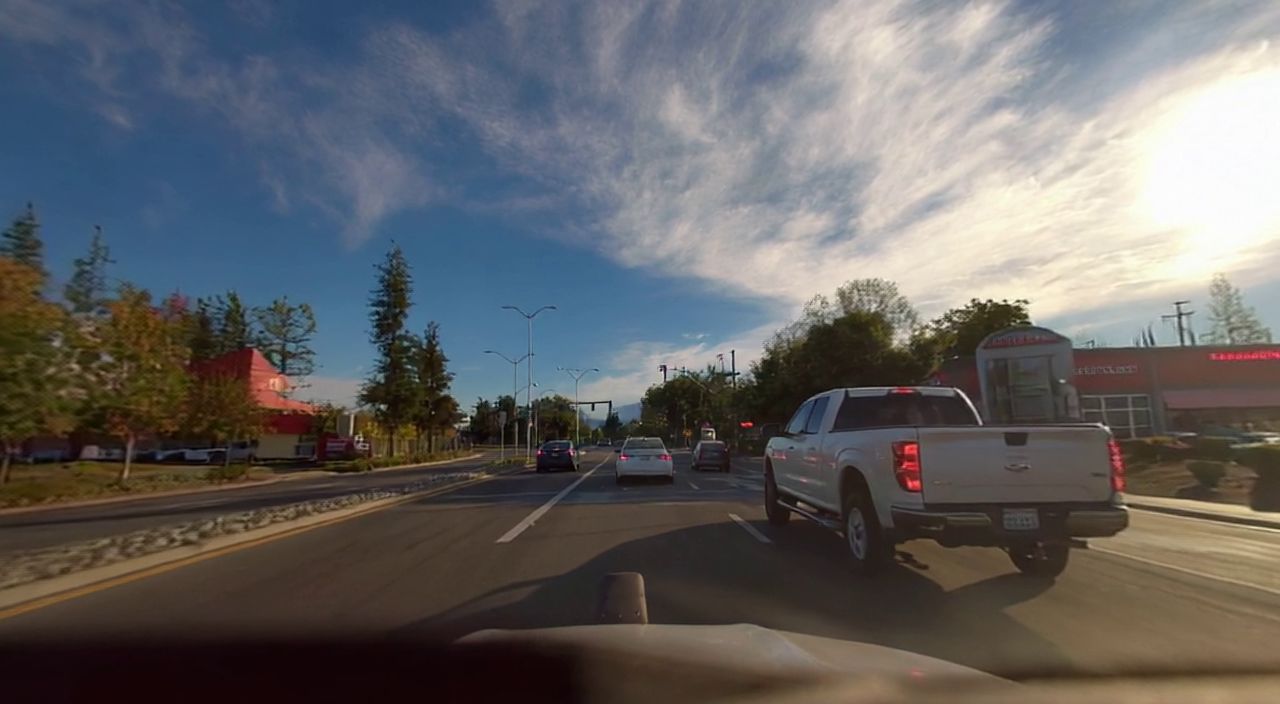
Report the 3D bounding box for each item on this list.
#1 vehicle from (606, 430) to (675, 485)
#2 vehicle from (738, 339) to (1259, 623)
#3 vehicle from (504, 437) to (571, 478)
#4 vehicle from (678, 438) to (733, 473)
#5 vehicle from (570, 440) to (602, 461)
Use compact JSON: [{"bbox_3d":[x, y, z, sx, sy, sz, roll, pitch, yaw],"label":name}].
[{"bbox_3d":[-0.039,3.552,21.468,2.145,1.650,4.021,0,-8,-2],"label":"vehicle"},{"bbox_3d":[3.137,1.378,7.761,2.731,2.101,6.047,0,-8,-2],"label":"vehicle"},{"bbox_3d":[-3.993,4.197,25.259,1.960,1.475,4.161,0,-8,0],"label":"vehicle"},{"bbox_3d":[2.981,4.808,29.460,1.970,1.464,4.249,0,-8,-2],"label":"vehicle"},{"bbox_3d":[-4.030,7.495,47.838,1.959,1.482,4.701,0,-9,0],"label":"vehicle"}]
